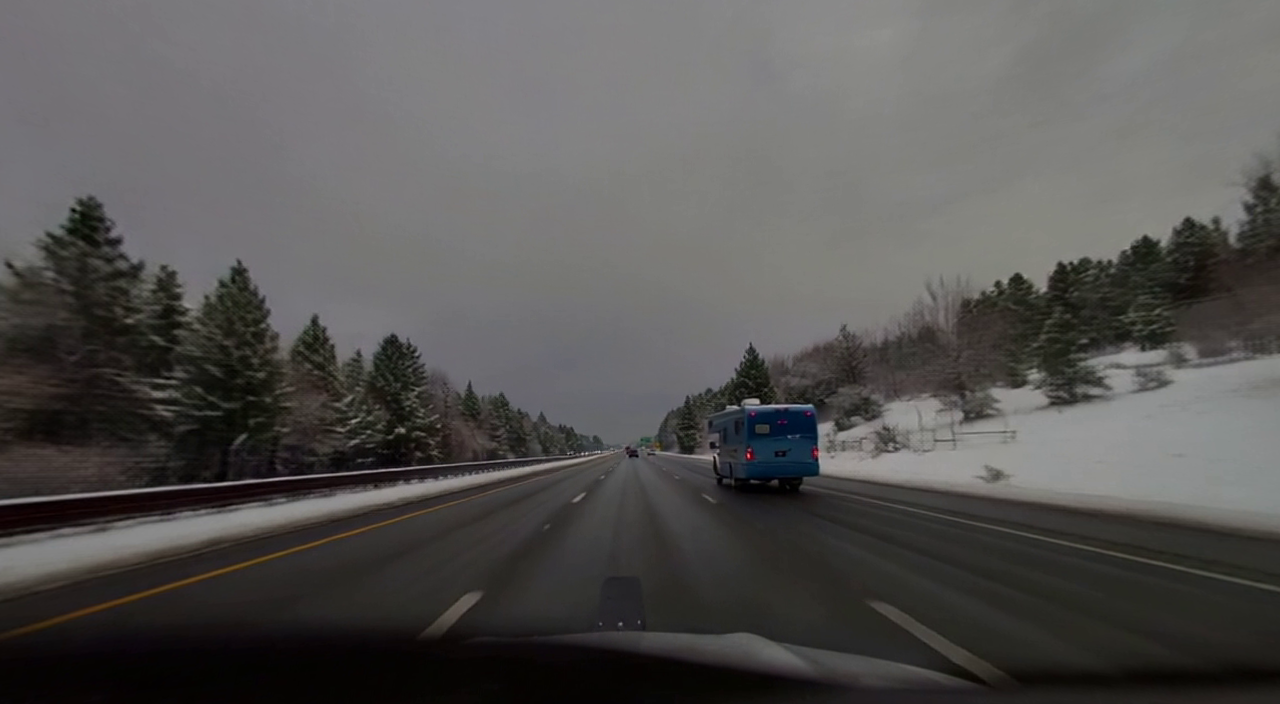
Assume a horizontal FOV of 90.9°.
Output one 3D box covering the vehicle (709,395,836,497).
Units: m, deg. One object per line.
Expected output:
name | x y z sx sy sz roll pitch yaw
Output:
vehicle | 3.967 3.057 20.430 2.556 2.763 6.287 0 -9 -2
